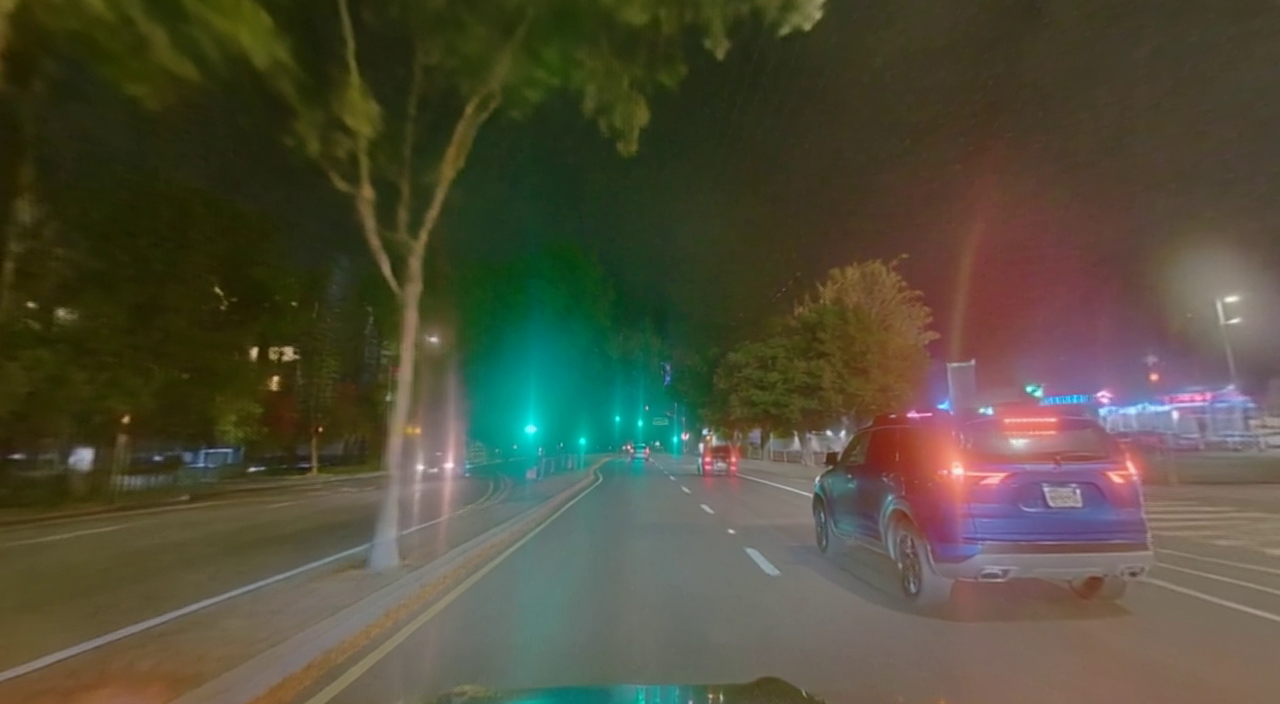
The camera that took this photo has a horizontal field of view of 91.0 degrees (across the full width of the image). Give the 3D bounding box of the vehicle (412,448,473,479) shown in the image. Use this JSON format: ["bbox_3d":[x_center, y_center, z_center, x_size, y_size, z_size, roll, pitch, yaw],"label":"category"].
[{"bbox_3d":[-10.236,5.795,32.955,1.932,1.483,4.246,0,-9,-2],"label":"vehicle"}]

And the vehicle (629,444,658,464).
[{"bbox_3d":[0.282,7.855,48.484,2.131,1.474,4.146,0,-9,0],"label":"vehicle"}]

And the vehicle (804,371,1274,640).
[{"bbox_3d":[3.351,1.388,6.628,2.033,1.865,4.360,0,-9,0],"label":"vehicle"}]

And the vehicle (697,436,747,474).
[{"bbox_3d":[4.210,5.417,33.293,2.085,1.828,5.383,0,-9,2],"label":"vehicle"}]
